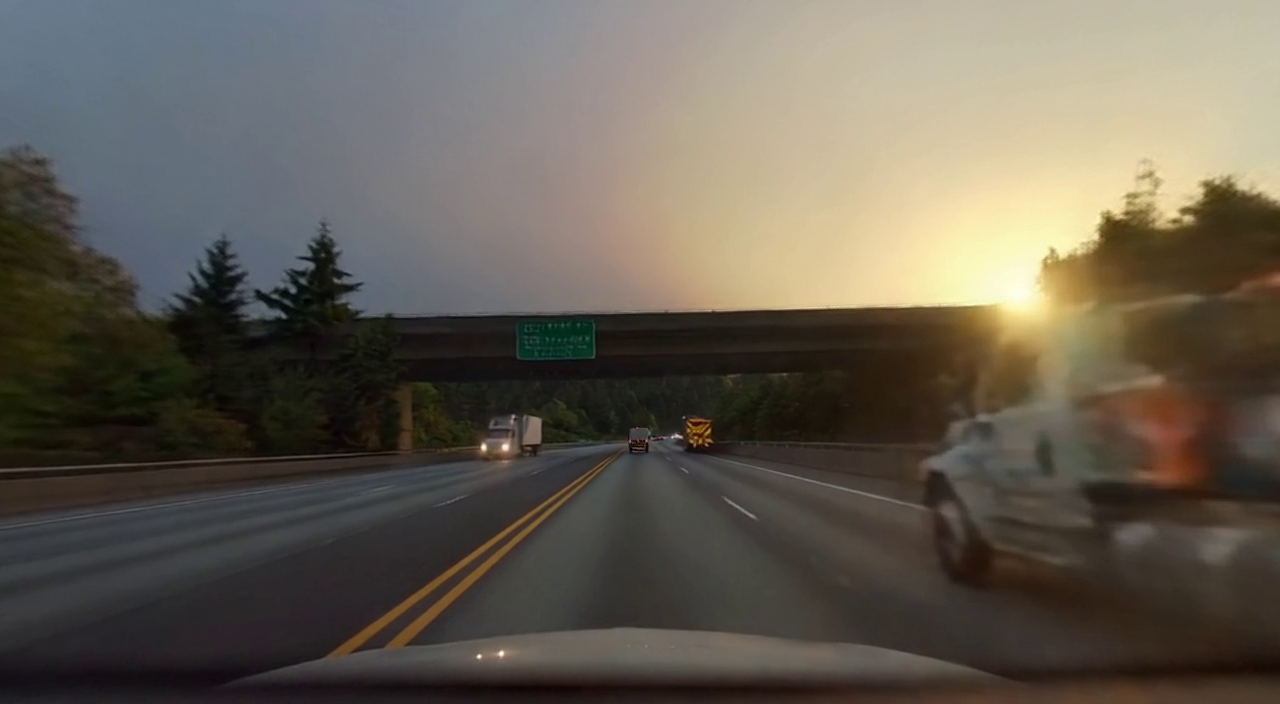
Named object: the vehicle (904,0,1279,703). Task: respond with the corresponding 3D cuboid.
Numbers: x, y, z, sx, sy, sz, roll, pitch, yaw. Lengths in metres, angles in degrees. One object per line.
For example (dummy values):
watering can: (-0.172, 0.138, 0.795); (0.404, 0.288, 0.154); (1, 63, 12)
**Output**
vehicle: (4.400, -0.138, 2.146); (3.017, 3.341, 8.519); (-4, -7, -1)
